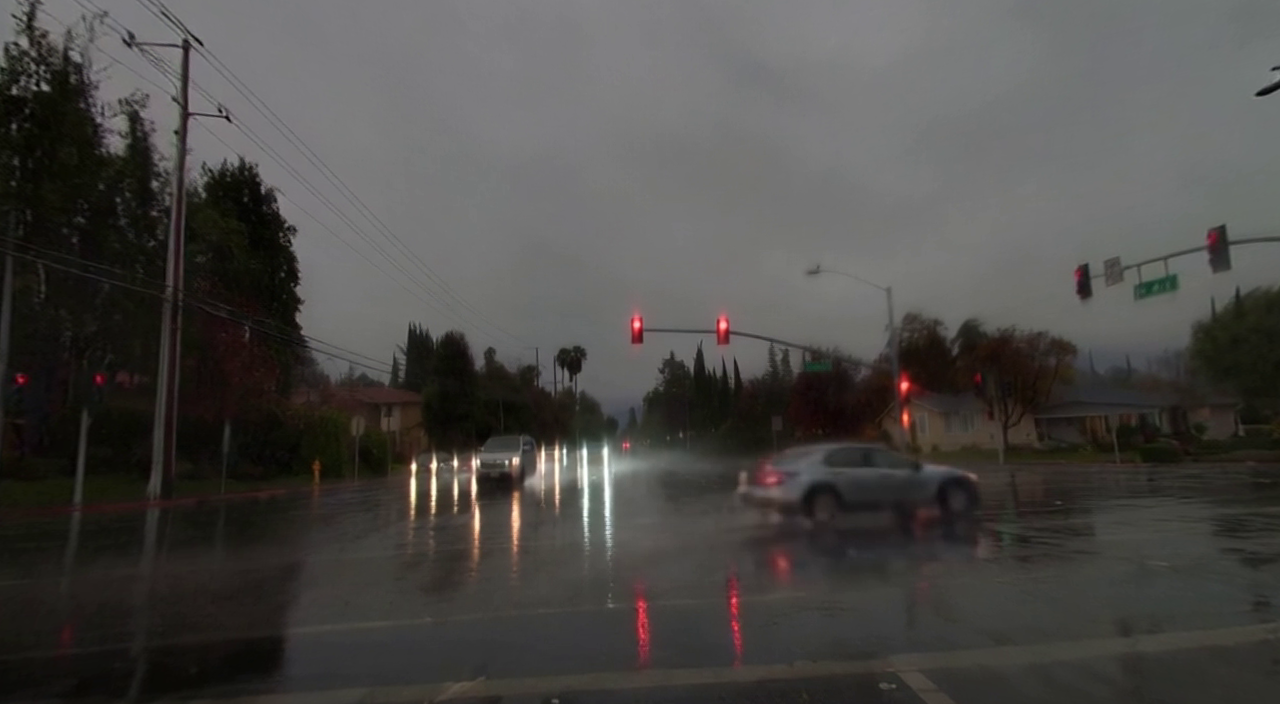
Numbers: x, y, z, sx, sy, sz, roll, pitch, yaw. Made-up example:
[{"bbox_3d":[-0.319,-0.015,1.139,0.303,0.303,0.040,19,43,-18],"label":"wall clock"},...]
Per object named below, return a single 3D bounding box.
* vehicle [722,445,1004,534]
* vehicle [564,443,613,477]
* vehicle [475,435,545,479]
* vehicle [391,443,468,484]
[{"bbox_3d":[4.036,2.441,11.748,4.443,1.367,2.197,2,-9,-16],"label":"vehicle"},{"bbox_3d":[-2.425,5.231,30.930,2.174,1.477,4.805,0,-9,-2],"label":"vehicle"},{"bbox_3d":[-6.400,5.246,31.777,2.479,1.977,5.254,0,-9,-1],"label":"vehicle"},{"bbox_3d":[-10.179,5.401,30.982,2.241,1.819,4.690,0,-9,-1],"label":"vehicle"}]
